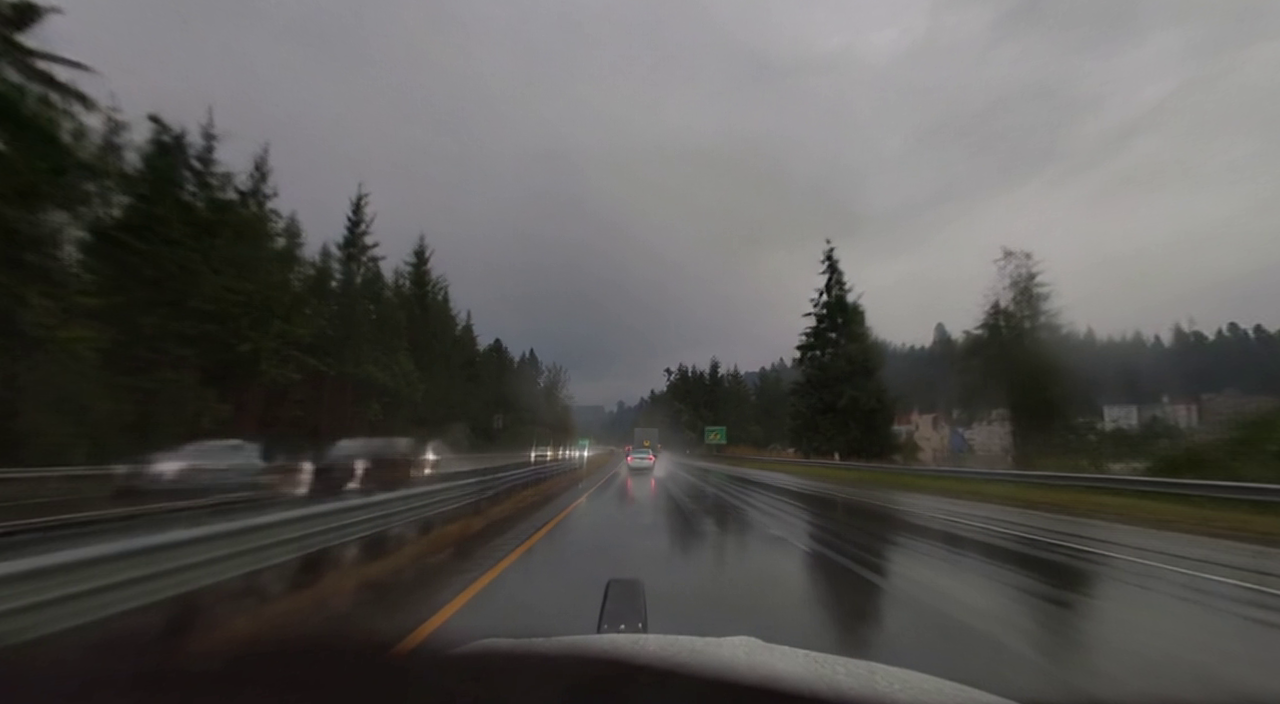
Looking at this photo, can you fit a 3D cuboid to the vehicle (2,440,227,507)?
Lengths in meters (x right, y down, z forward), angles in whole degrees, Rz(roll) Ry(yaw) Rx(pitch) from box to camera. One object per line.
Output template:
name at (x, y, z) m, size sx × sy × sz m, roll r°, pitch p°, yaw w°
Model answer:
vehicle at (-12.897, 2.986, 15.957) m, size 1.866 × 1.439 × 4.436 m, roll 0°, pitch -9°, yaw 0°

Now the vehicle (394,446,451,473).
vehicle at (-12.917, 6.378, 37.683) m, size 1.876 × 1.472 × 4.338 m, roll 0°, pitch -9°, yaw 0°

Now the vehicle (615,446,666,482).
vehicle at (-0.009, 5.017, 28.532) m, size 2.114 × 1.523 × 4.012 m, roll 0°, pitch -9°, yaw -1°

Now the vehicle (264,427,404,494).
vehicle at (-9.062, 3.252, 19.166) m, size 2.002 × 1.777 × 4.357 m, roll 0°, pitch -9°, yaw 0°
